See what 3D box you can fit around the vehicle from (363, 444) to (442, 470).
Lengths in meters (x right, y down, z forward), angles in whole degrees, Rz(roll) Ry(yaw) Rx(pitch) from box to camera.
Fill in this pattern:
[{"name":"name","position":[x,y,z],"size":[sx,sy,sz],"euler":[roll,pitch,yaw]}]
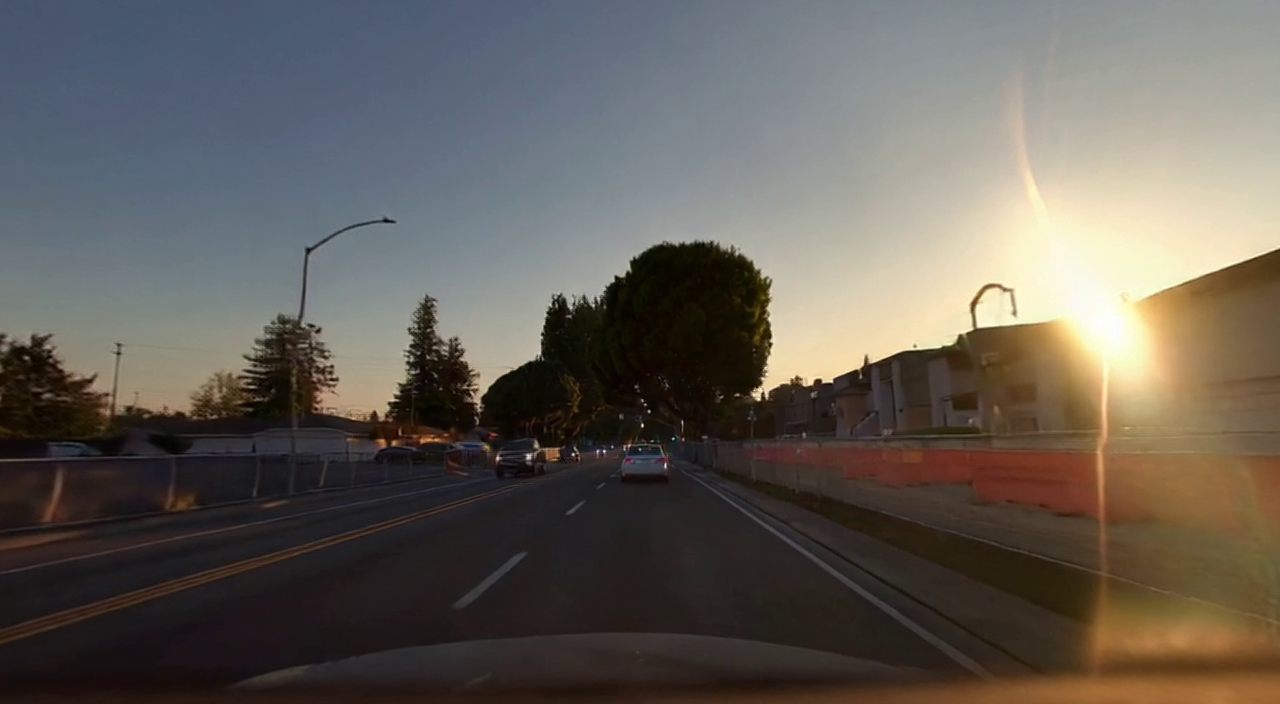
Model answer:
[{"name":"vehicle","position":[-18.022,7.982,47.812],"size":[5.085,1.906,2.153],"euler":[0,-9,2]}]

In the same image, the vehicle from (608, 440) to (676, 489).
[{"name":"vehicle","position":[0.060,3.815,21.668],"size":[2.144,1.514,4.063],"euler":[0,-9,0]}]

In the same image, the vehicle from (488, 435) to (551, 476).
[{"name":"vehicle","position":[-6.662,5.822,35.524],"size":[2.340,2.103,5.526],"euler":[0,-9,2]}]

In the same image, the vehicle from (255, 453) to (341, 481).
[{"name":"vehicle","position":[-20.327,6.818,37.322],"size":[4.332,1.560,1.841],"euler":[-2,-9,15]}]
